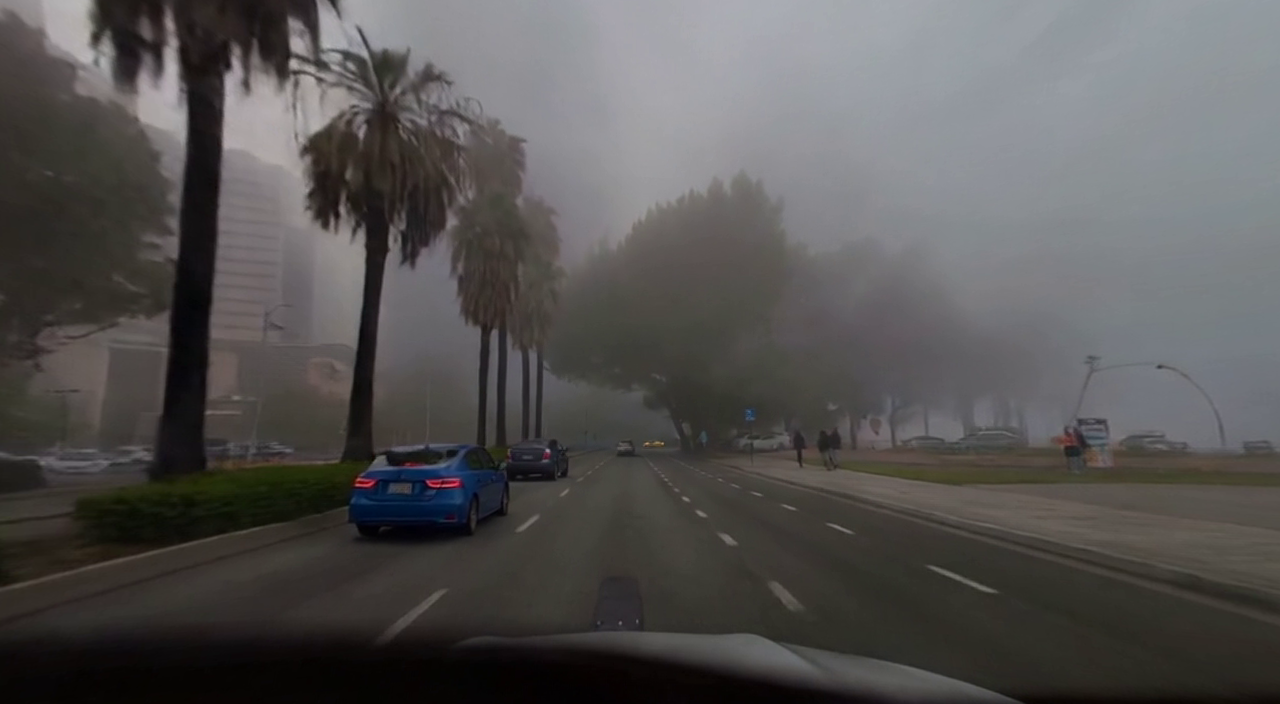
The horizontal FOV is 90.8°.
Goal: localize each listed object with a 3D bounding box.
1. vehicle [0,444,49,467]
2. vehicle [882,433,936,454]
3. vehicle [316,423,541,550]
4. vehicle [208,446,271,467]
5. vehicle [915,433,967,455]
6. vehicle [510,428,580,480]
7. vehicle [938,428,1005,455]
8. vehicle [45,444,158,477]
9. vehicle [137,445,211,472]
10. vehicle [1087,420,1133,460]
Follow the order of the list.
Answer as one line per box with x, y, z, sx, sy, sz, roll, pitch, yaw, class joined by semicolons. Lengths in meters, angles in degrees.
-42.842;6.990;42.756;3.721;1.477;1.828;0;-8;-3;vehicle
20.174;6.886;47.623;1.976;1.431;4.774;-1;-8;-1;vehicle
-2.957;1.981;10.032;2.071;1.544;4.383;0;-8;0;vehicle
-31.129;8.122;49.282;1.859;1.524;4.812;0;-8;-2;vehicle
22.551;6.912;47.522;1.938;1.522;4.121;0;-8;1;vehicle
-3.334;3.681;22.926;1.894;1.702;3.999;0;-8;0;vehicle
24.910;6.786;47.714;2.147;1.886;5.603;0;-8;1;vehicle
-30.882;6.208;36.495;1.947;1.763;5.176;0;-8;-1;vehicle
-31.209;7.124;42.441;1.835;1.664;3.972;-1;-8;2;vehicle
24.258;4.530;32.615;1.679;1.923;3.703;-6;-10;36;vehicle
